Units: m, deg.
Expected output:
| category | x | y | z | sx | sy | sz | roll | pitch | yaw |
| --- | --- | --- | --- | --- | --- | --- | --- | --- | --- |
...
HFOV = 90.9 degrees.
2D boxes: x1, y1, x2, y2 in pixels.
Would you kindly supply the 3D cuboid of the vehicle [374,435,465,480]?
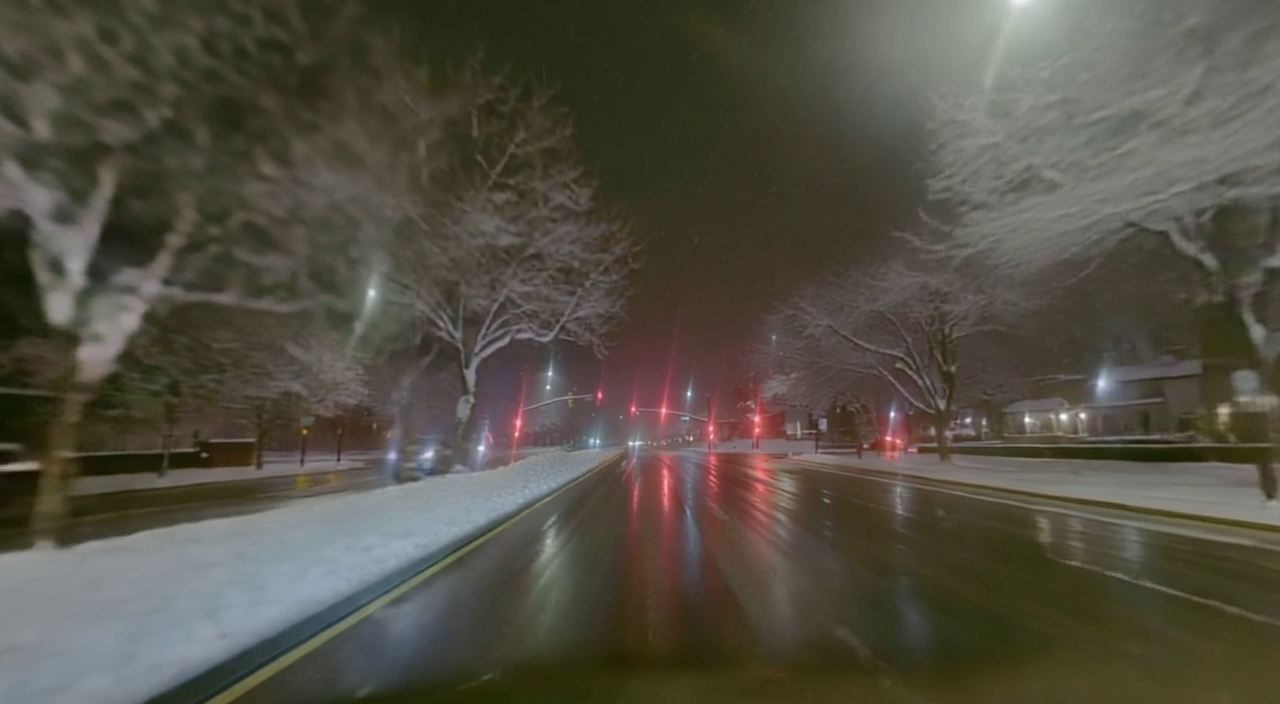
| category | x | y | z | sx | sy | sz | roll | pitch | yaw |
| --- | --- | --- | --- | --- | --- | --- | --- | --- | --- |
| vehicle | -8.246 | 3.986 | 24.044 | 1.936 | 1.525 | 4.214 | 0 | -8 | 0 |
